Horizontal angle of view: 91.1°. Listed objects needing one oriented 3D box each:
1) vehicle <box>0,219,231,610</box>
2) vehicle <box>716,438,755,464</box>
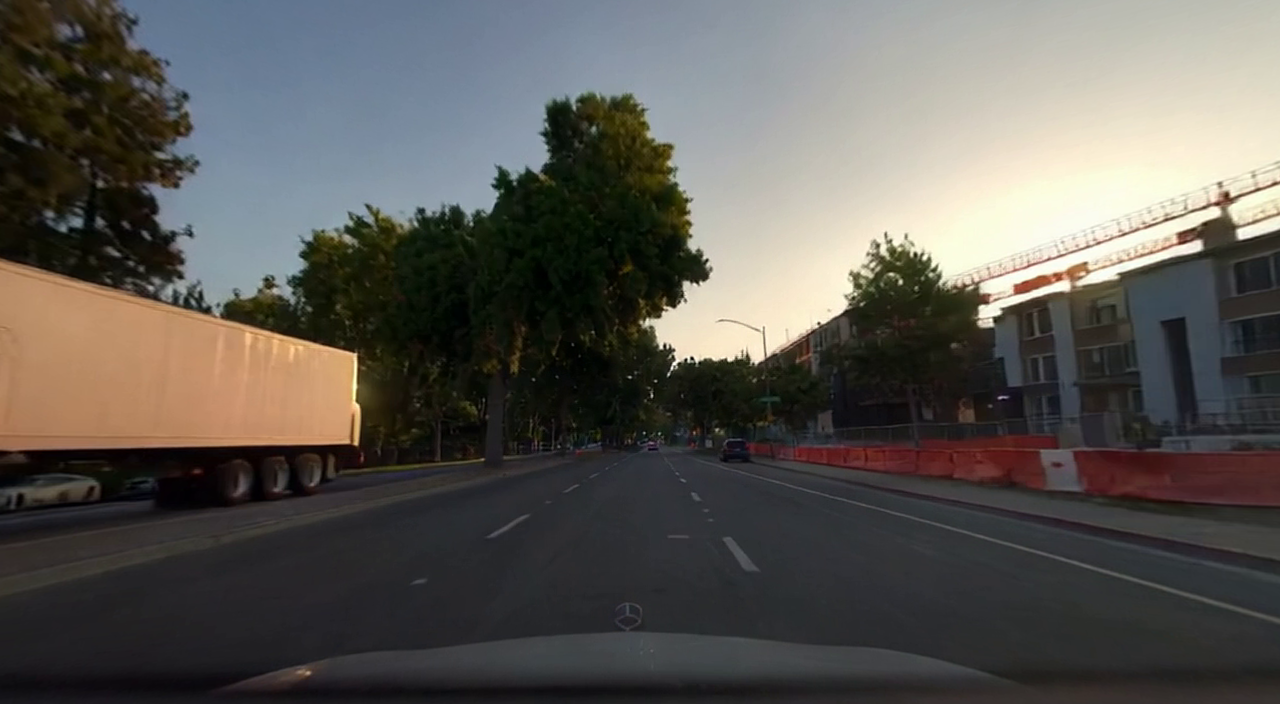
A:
[{"bbox_3d":[-7.412,0.290,3.829,3.032,3.524,9.640,0,-8,2],"label":"vehicle"},{"bbox_3d":[7.123,7.454,47.427,2.169,1.880,4.849,0,-8,0],"label":"vehicle"}]
